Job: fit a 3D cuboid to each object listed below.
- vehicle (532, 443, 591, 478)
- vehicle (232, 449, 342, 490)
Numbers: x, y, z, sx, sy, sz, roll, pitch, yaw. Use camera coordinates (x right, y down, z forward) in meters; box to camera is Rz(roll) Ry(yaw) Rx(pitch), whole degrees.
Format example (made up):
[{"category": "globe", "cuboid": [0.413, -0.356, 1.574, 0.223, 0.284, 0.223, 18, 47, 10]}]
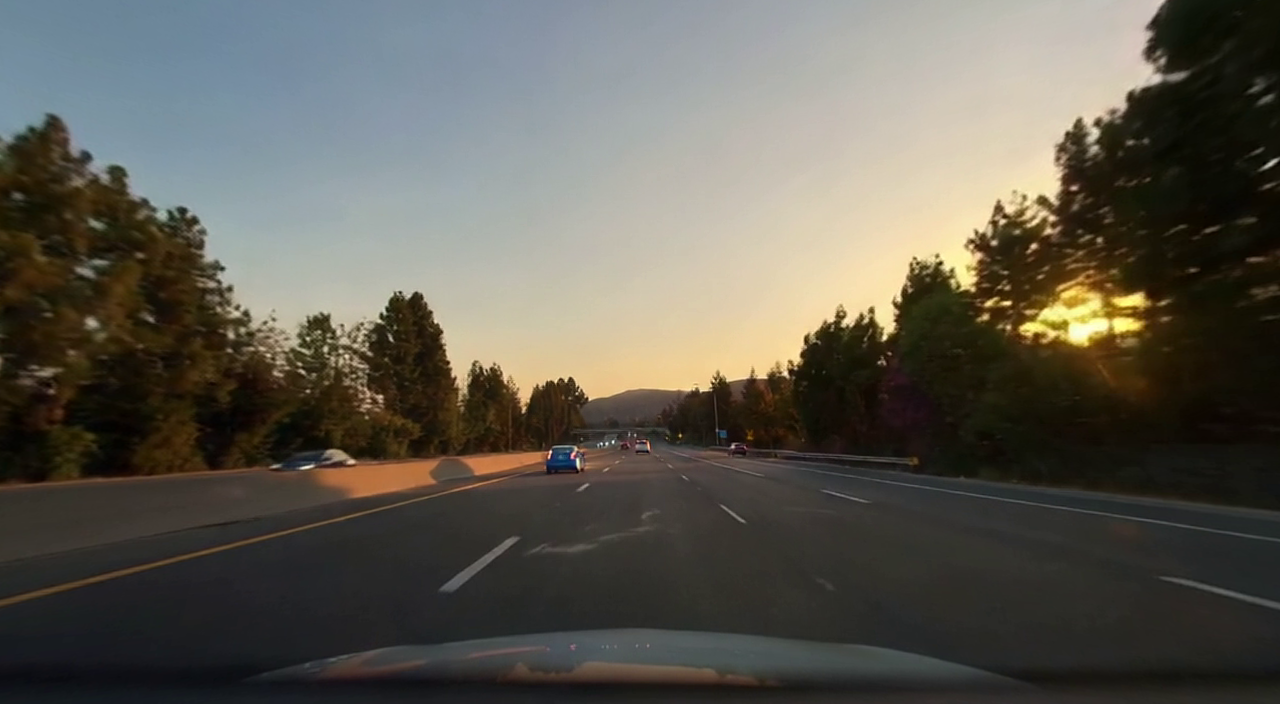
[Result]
[{"category": "vehicle", "cuboid": [-3.599, 5.081, 29.789, 2.162, 1.493, 4.583, 0, -9, 1]}, {"category": "vehicle", "cuboid": [-14.444, 4.803, 26.139, 1.924, 1.527, 4.473, 0, -9, 1]}]
